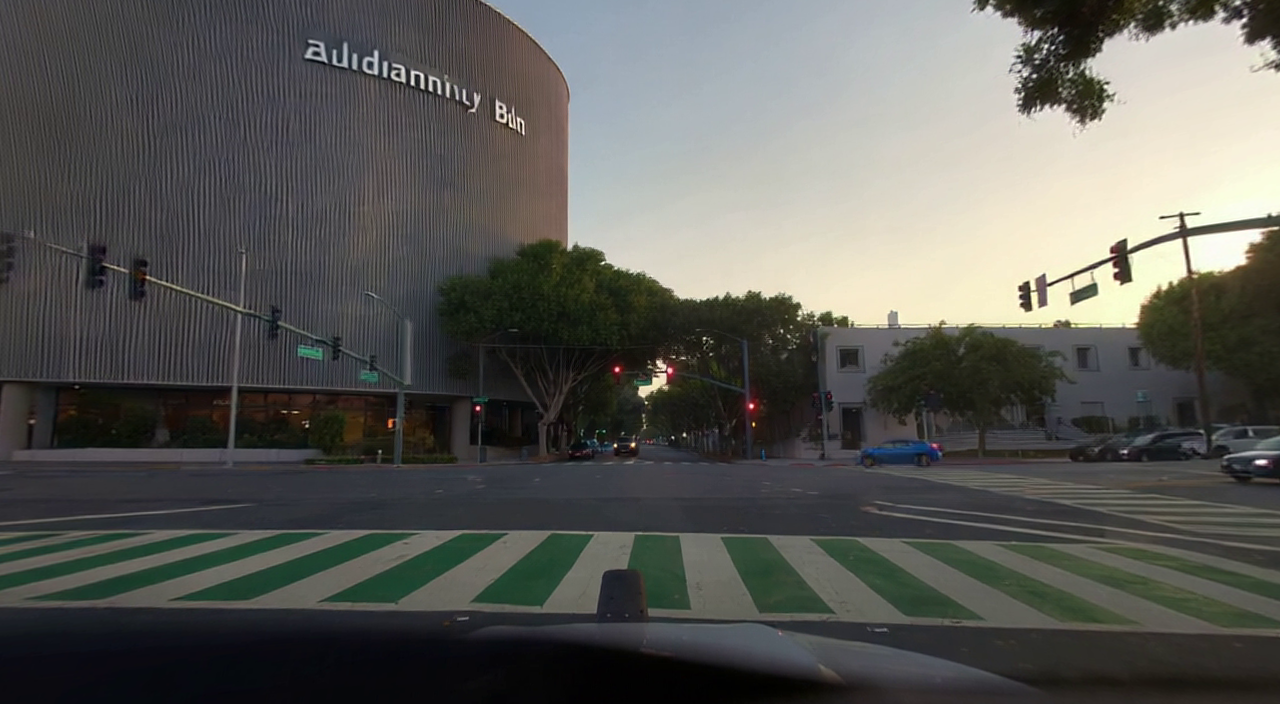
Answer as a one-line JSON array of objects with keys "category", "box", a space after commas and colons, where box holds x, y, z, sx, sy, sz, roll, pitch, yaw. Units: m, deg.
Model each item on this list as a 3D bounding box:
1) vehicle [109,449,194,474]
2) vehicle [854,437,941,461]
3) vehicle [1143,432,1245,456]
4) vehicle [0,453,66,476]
[{"category": "vehicle", "box": [-33.073, 7.403, 42.744, 4.136, 1.661, 1.857, 0, -8, 1]}, {"category": "vehicle", "box": [15.778, 5.974, 38.872, 4.529, 1.457, 1.981, -1, -9, 6]}, {"category": "vehicle", "box": [36.156, 6.018, 41.193, 4.767, 1.456, 1.858, -1, -8, 3]}, {"category": "vehicle", "box": [-41.670, 7.637, 42.756, 3.698, 1.467, 1.779, 0, -8, 1]}]
